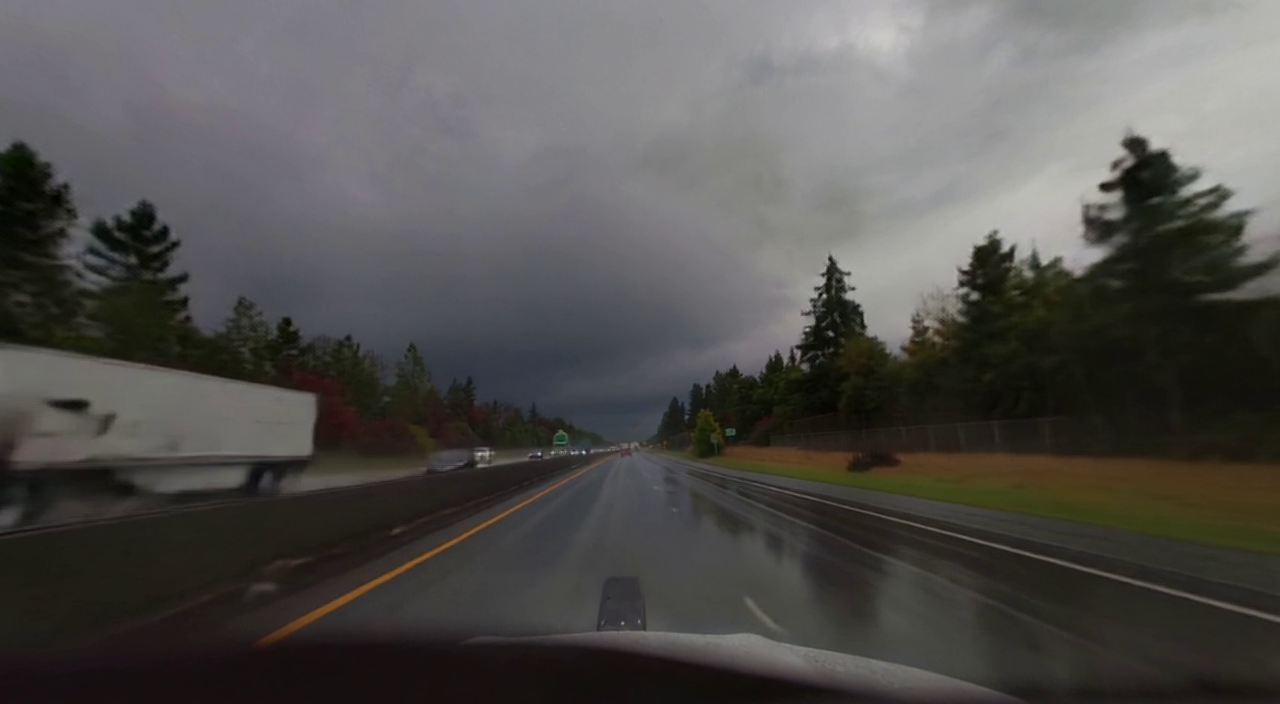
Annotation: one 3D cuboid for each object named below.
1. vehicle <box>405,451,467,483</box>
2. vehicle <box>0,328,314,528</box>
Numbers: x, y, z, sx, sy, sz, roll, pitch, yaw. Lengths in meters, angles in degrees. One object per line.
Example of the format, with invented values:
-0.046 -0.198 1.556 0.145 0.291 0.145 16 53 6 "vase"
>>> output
-10.179 5.746 31.796 1.795 1.436 4.346 0 -9 -1 "vehicle"
-14.735 2.421 18.419 3.084 4.035 14.326 0 -9 -1 "vehicle"
